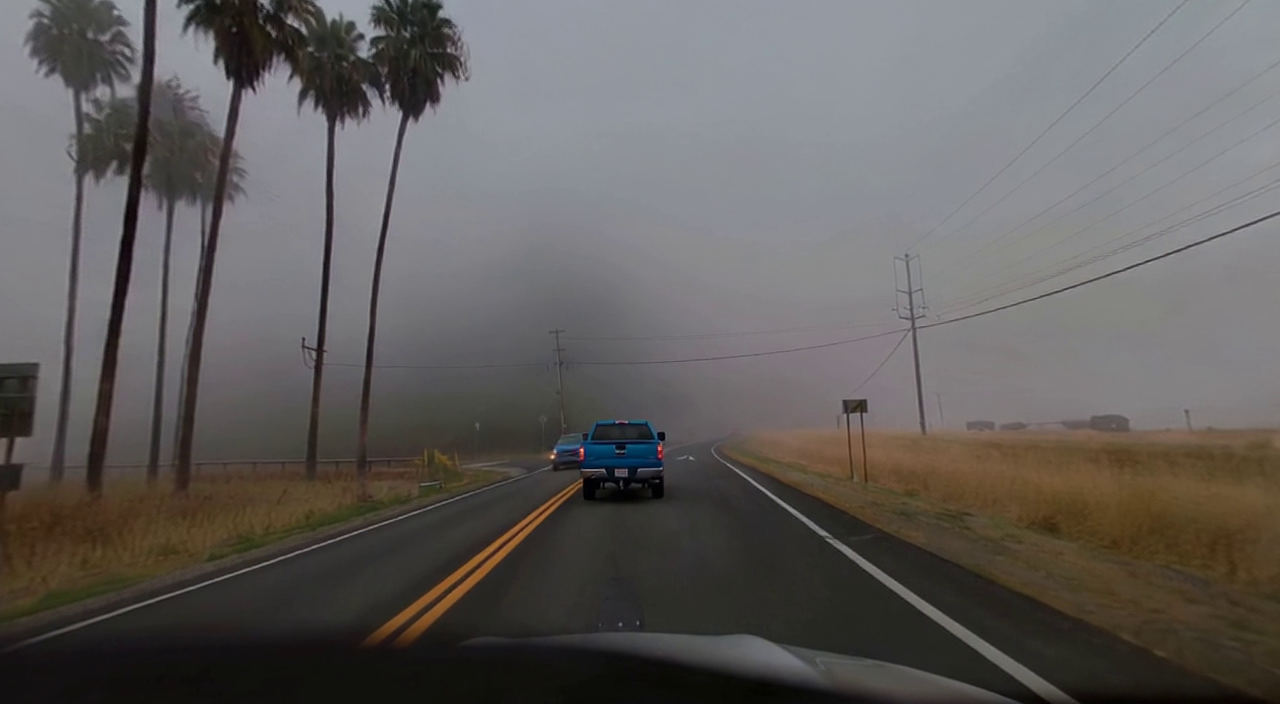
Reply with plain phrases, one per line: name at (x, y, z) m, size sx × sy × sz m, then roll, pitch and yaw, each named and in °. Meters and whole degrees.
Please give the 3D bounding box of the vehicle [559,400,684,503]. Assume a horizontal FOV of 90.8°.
vehicle at (-0.451, 2.599, 16.729) m, size 2.693 × 2.223 × 5.885 m, roll 0°, pitch -8°, yaw -1°
